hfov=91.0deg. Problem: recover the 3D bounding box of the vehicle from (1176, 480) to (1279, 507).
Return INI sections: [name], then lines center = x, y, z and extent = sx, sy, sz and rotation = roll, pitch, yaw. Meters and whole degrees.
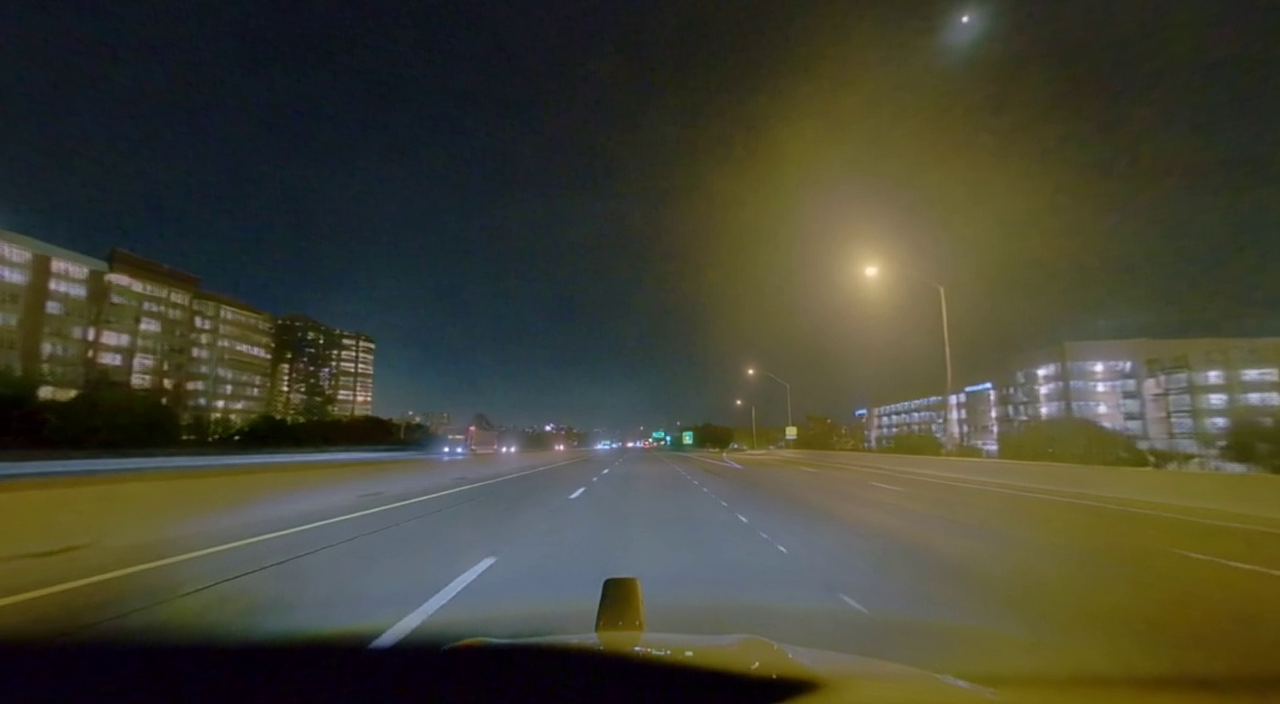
[vehicle]
center = 38.647, 9.309, 41.465
extent = 4.606, 1.507, 1.906
rotation = -1, -9, 11
